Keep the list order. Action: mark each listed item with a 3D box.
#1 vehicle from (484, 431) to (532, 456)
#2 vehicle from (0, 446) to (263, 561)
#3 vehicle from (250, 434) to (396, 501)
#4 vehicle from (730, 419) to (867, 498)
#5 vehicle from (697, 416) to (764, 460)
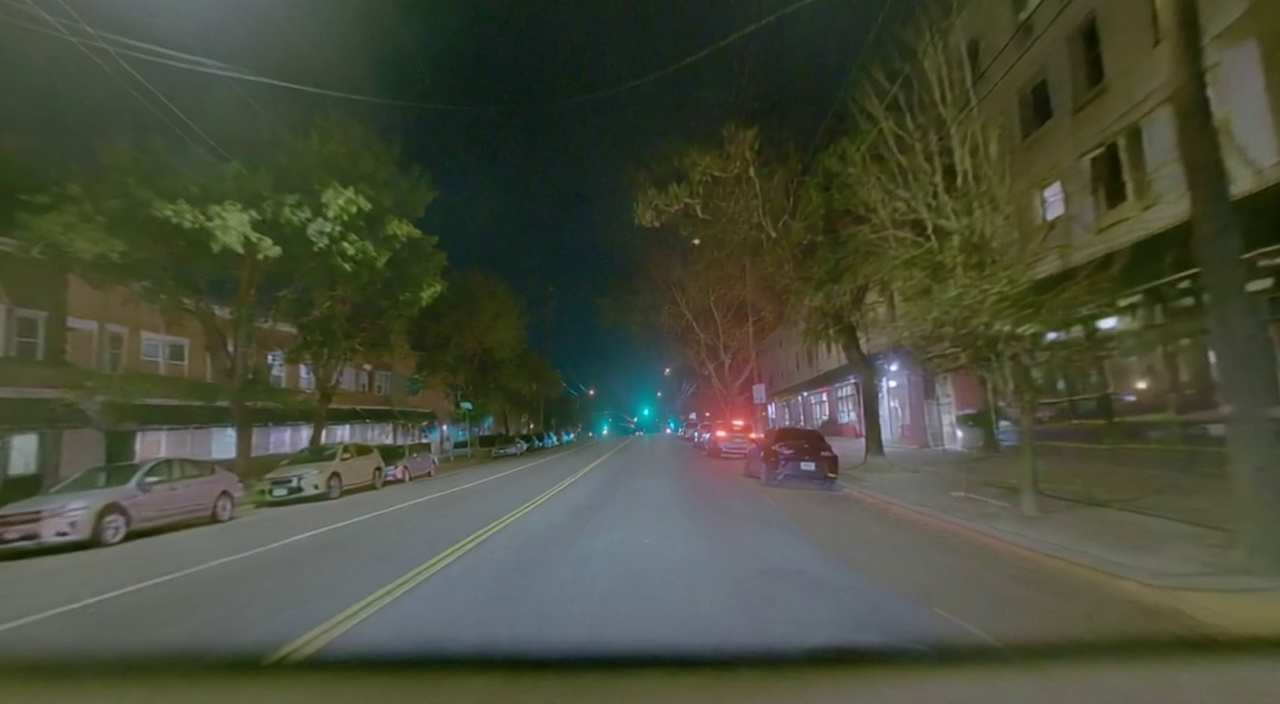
[{"bbox_3d":[-8.767,6.140,42.364,2.208,1.508,4.590,-1,-8,1],"label":"vehicle"},{"bbox_3d":[-9.503,2.625,11.830,1.926,1.652,4.527,-1,-8,3],"label":"vehicle"},{"bbox_3d":[-9.347,3.395,19.136,2.061,1.748,4.316,-1,-8,2],"label":"vehicle"},{"bbox_3d":[3.720,2.526,15.817,2.089,1.638,4.628,-1,-6,-2],"label":"vehicle"},{"bbox_3d":[3.924,3.841,28.376,2.225,1.759,4.817,-1,-7,-1],"label":"vehicle"}]
